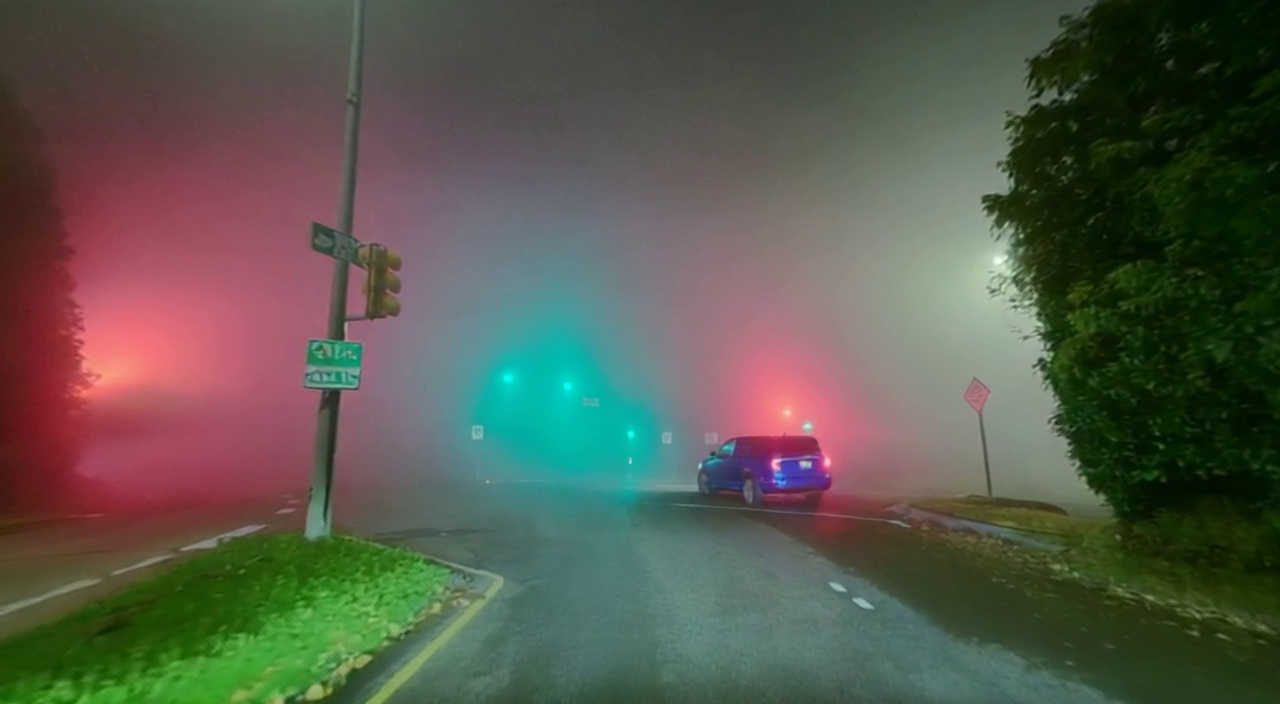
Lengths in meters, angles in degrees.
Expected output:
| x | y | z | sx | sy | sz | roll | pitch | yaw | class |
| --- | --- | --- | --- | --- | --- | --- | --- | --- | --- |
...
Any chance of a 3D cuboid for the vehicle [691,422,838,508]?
| x | y | z | sx | sy | sz | roll | pitch | yaw | class |
| --- | --- | --- | --- | --- | --- | --- | --- | --- | --- |
| 2.832 | 2.741 | 15.760 | 2.284 | 1.788 | 4.871 | 0 | -8 | -5 | vehicle |
